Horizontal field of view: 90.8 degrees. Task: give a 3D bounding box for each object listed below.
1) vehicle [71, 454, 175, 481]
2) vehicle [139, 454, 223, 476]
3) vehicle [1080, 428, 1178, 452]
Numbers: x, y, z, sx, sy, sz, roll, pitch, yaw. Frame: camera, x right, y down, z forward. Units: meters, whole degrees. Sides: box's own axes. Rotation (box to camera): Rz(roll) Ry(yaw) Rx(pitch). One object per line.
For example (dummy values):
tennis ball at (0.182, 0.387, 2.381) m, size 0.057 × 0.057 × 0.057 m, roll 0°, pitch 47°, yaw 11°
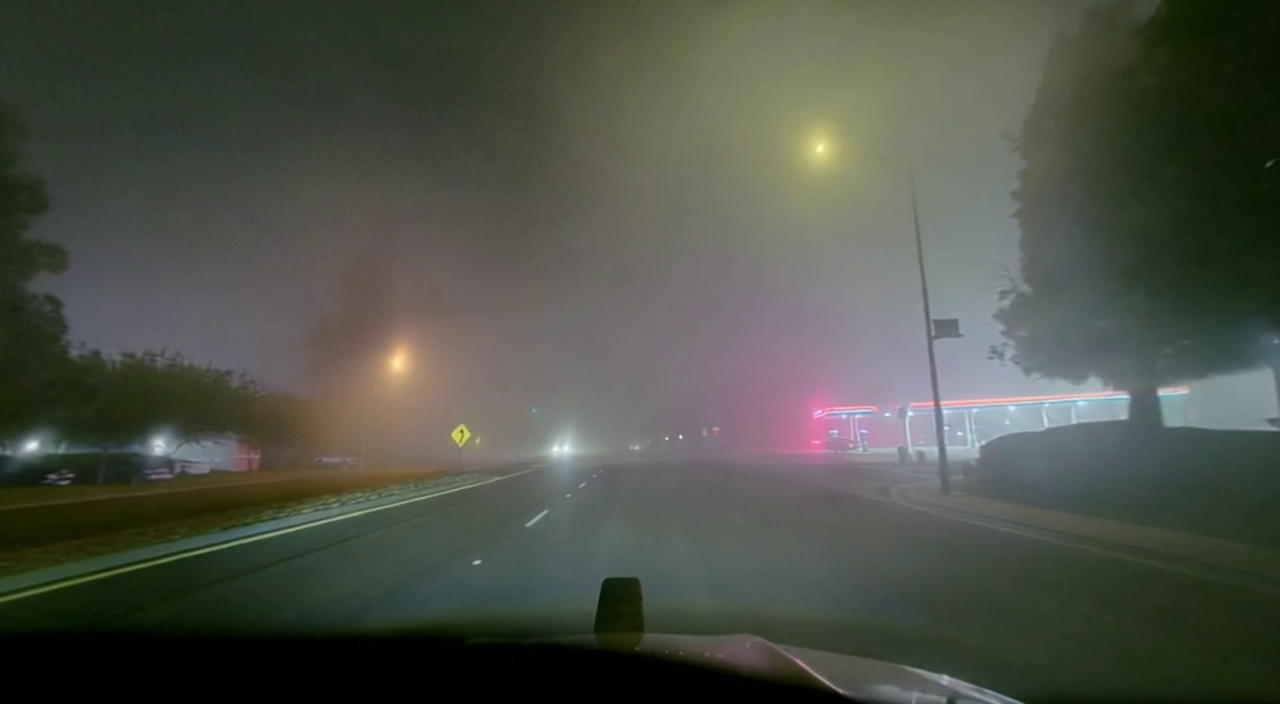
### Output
vehicle at (-30.907, 6.900, 37.895) m, size 4.274 × 1.491 × 2.110 m, roll 0°, pitch -8°, yaw -4°
vehicle at (-31.338, 7.721, 43.194) m, size 4.287 × 1.432 × 1.794 m, roll 0°, pitch -8°, yaw -1°
vehicle at (31.135, 5.632, 40.329) m, size 4.549 × 1.476 × 1.952 m, roll 0°, pitch -8°, yaw 1°
